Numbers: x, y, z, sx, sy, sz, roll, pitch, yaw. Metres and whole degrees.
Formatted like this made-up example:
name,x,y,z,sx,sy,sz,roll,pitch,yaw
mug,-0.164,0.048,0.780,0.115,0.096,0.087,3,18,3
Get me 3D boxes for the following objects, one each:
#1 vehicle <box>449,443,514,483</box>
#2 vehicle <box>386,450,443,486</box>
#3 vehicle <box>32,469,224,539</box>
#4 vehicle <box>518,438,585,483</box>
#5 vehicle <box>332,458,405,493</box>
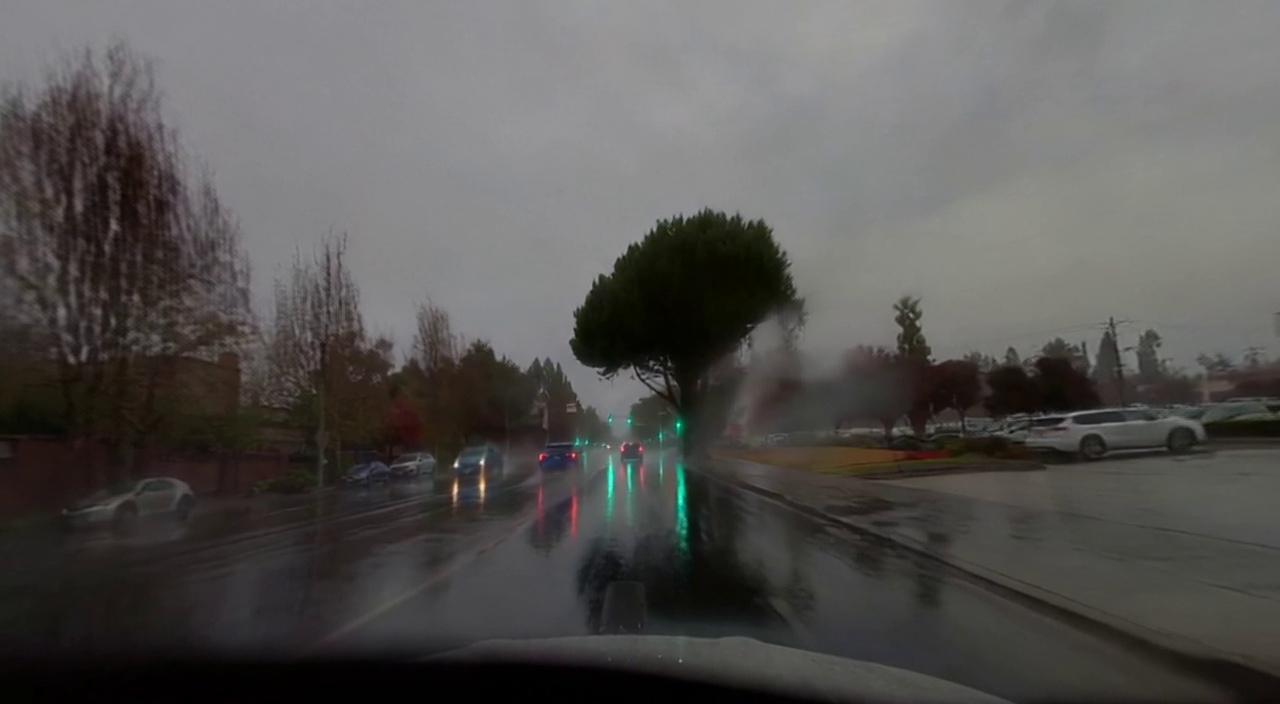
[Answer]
name,x,y,z,sx,sy,sz,roll,pitch,yaw
vehicle,-8.050,5.654,32.503,2.084,1.731,4.595,-4,-8,0
vehicle,-14.551,7.474,41.063,1.996,1.886,4.692,-6,-8,-1
vehicle,-14.727,4.343,18.599,1.874,1.392,4.633,-7,-8,-1
vehicle,-3.616,4.551,26.772,2.097,1.755,4.336,0,-8,1
vehicle,-14.661,6.667,34.414,1.880,1.476,4.715,-6,-8,0
